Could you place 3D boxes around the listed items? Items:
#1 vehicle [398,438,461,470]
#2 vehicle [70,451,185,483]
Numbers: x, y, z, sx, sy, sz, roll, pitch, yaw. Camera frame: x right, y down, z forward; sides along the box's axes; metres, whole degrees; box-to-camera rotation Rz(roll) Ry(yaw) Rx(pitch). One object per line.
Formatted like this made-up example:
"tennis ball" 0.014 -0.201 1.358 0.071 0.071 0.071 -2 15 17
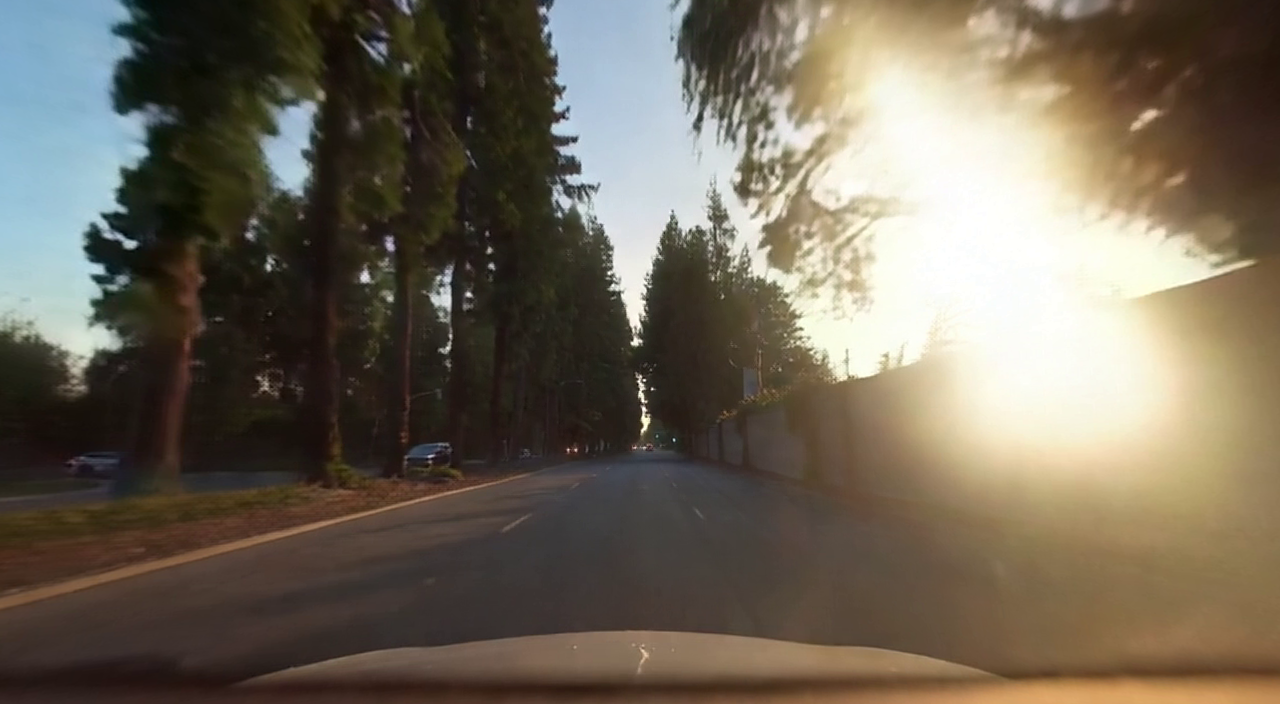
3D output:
"vehicle" -14.756 7.196 44.684 2.368 2.104 6.159 0 -8 0
"vehicle" -26.080 5.828 32.188 4.188 1.536 1.845 0 -8 -3
